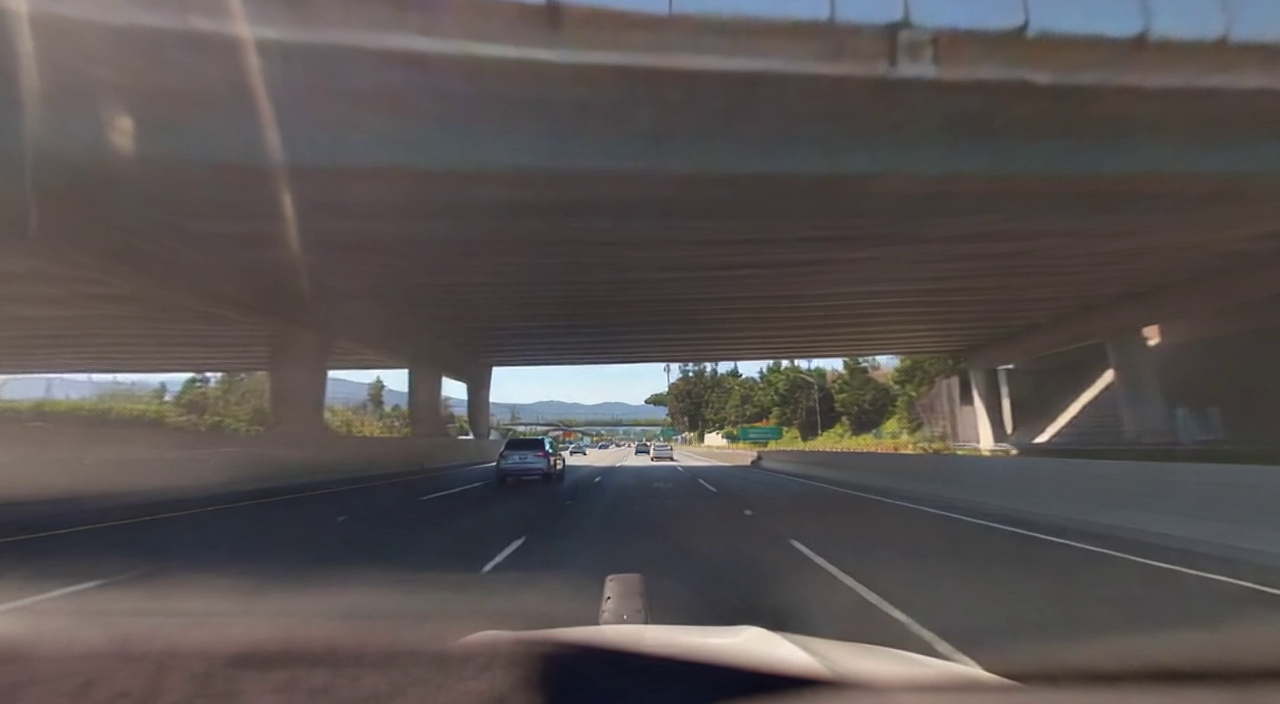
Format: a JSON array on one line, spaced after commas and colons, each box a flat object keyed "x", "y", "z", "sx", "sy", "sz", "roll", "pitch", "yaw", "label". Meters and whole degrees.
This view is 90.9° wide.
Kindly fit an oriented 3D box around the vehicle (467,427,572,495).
[{"x": -3.399, "y": 3.186, "z": 18.789, "sx": 2.214, "sy": 1.759, "sz": 4.435, "roll": -1, "pitch": -8, "yaw": 1, "label": "vehicle"}]

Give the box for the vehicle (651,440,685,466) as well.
[{"x": 1.768, "y": 6.486, "z": 40.693, "sx": 2.023, "sy": 1.589, "sz": 4.030, "roll": -1, "pitch": -8, "yaw": 1, "label": "vehicle"}]
